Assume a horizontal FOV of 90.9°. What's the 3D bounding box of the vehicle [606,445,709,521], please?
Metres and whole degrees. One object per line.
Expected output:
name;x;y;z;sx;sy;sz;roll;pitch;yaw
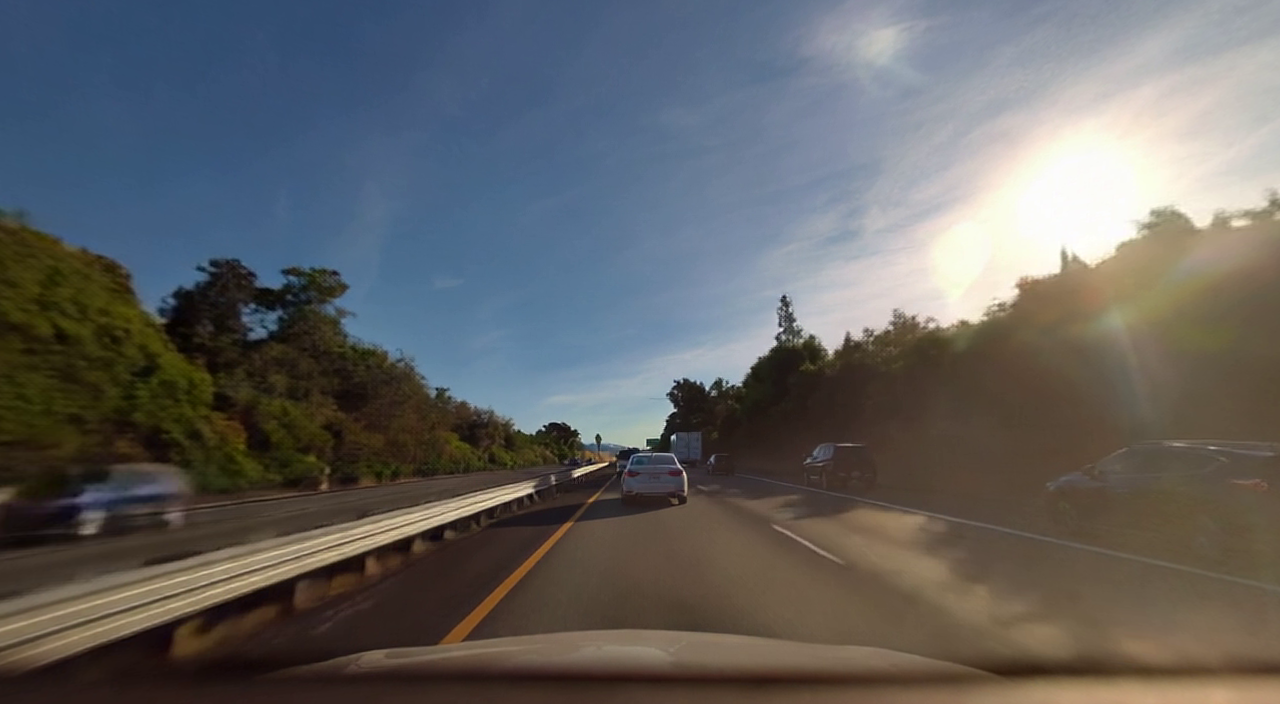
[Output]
vehicle;0.328;2.941;14.627;2.076;1.485;3.774;0;-9;-1

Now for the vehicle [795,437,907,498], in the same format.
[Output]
vehicle;6.523;3.625;20.043;1.980;1.702;4.235;0;-9;-2

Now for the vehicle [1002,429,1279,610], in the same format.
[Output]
vehicle;6.274;1.671;7.031;1.965;1.484;4.090;0;-9;-1

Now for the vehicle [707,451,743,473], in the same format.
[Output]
vehicle;6.009;7.818;44.954;1.921;1.451;3.841;0;-9;-2
